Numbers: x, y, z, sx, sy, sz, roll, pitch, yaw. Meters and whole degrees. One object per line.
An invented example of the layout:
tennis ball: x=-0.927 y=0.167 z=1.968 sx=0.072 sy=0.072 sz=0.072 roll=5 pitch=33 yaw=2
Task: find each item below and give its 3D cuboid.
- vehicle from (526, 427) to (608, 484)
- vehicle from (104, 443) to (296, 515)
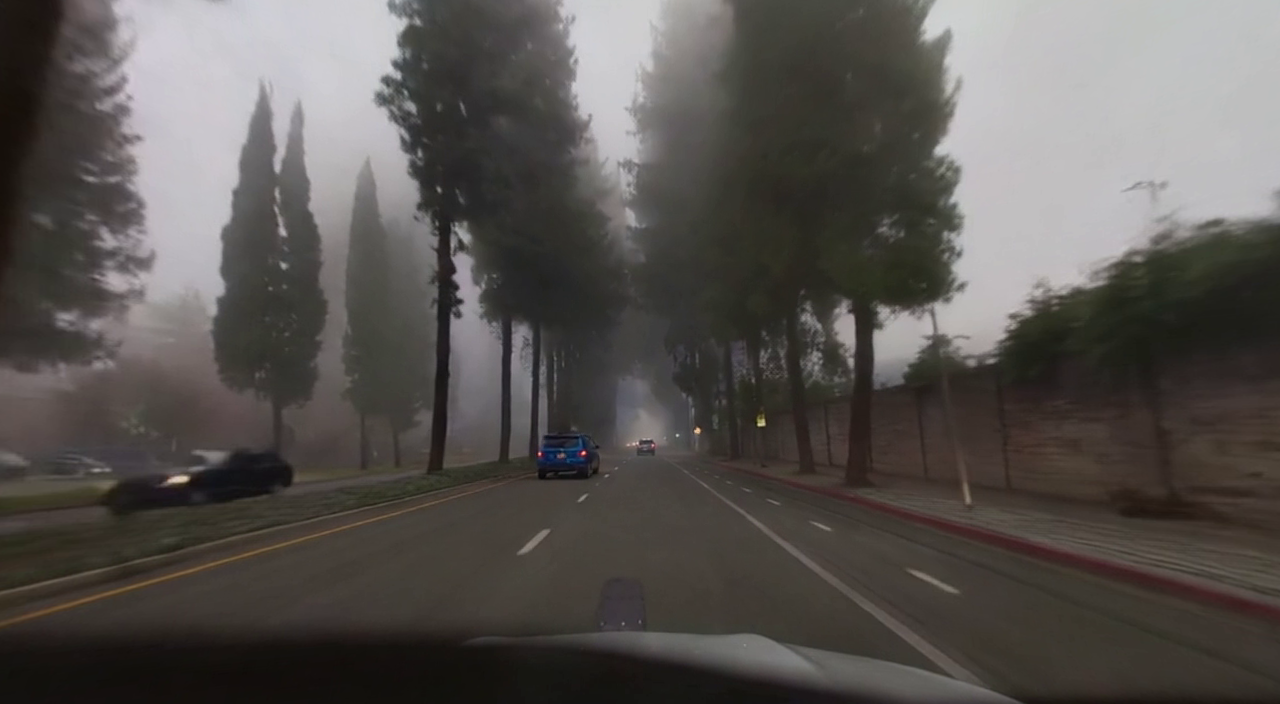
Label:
vehicle: x=-2.506 y=3.746 z=22.967 sx=2.281 sy=1.837 sz=4.845 roll=0 pitch=-8 yaw=2
vehicle: x=-10.959 y=3.141 z=16.093 sx=1.876 sy=1.590 sz=4.060 roll=0 pitch=-8 yaw=1
